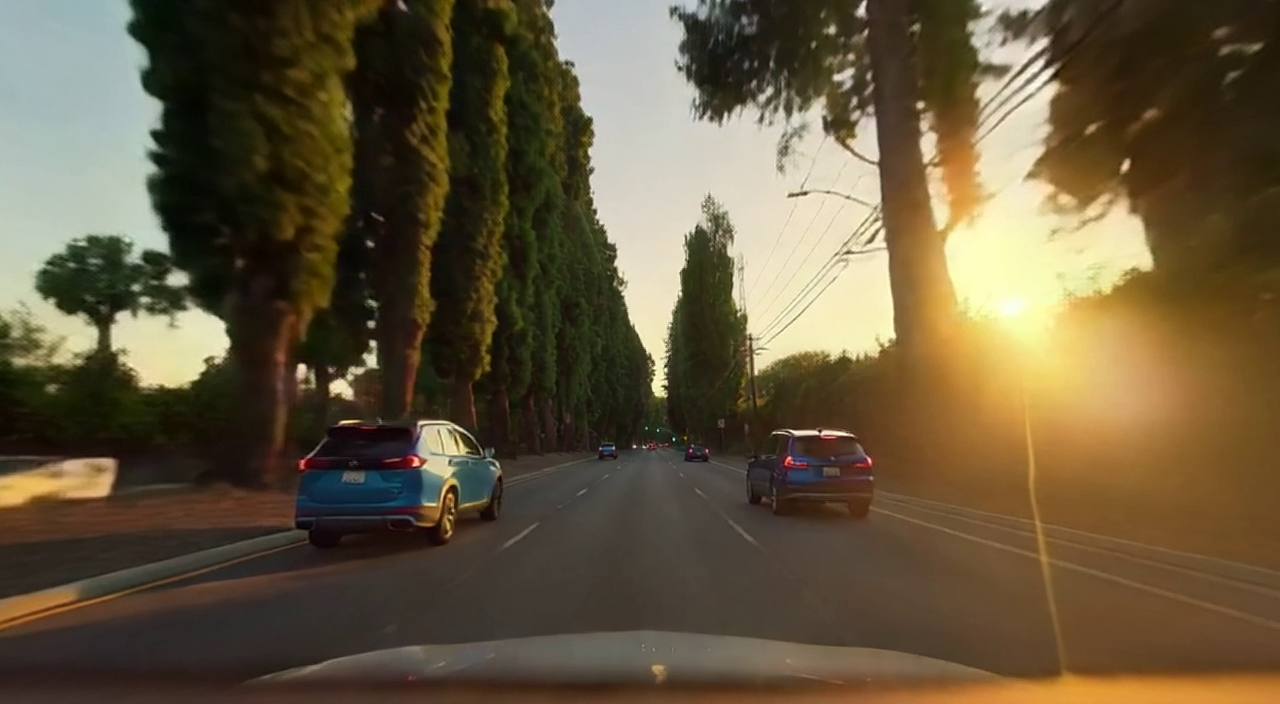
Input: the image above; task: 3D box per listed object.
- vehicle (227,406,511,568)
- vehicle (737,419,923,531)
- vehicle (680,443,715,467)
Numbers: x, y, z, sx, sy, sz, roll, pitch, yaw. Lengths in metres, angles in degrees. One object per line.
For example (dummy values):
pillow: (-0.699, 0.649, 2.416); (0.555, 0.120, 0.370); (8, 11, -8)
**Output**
vehicle: (-3.473, 1.824, 9.286); (2.104, 1.785, 4.494); (0, -8, 1)
vehicle: (3.337, 2.262, 12.210); (2.182, 1.744, 4.464); (0, -8, 0)
vehicle: (3.844, 6.914, 42.520); (1.906, 1.468, 4.422); (0, -8, 0)
